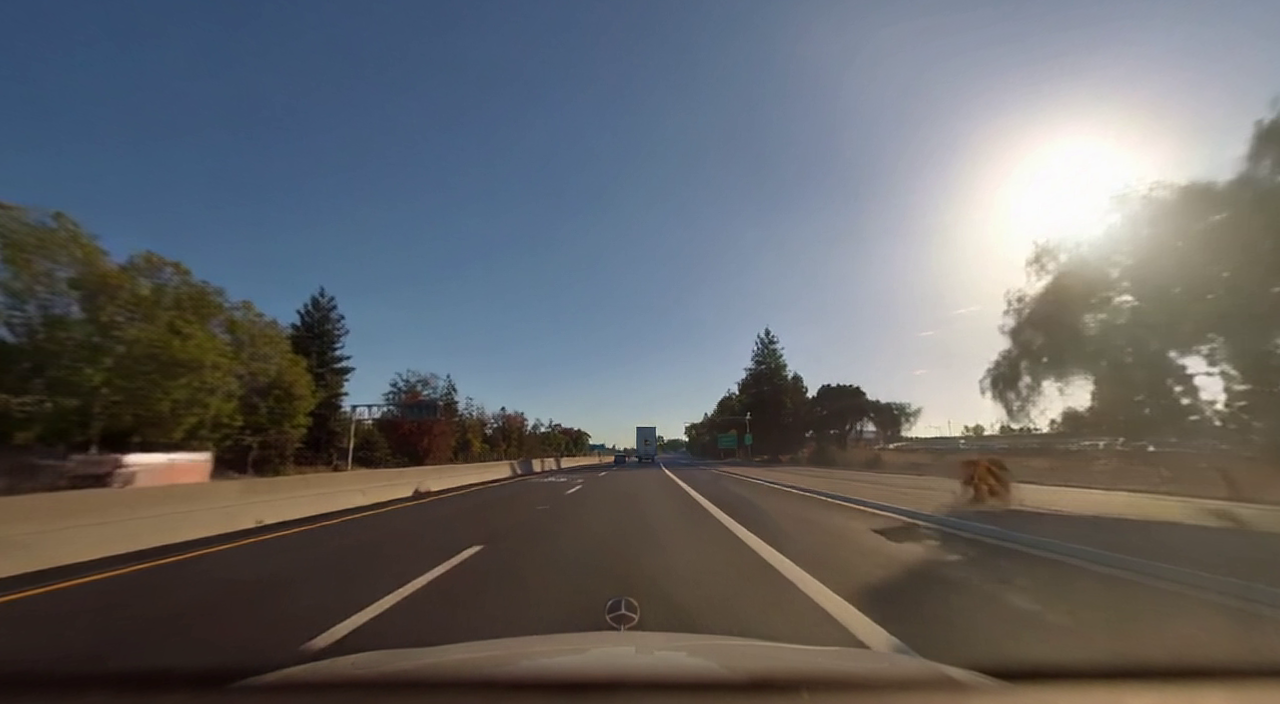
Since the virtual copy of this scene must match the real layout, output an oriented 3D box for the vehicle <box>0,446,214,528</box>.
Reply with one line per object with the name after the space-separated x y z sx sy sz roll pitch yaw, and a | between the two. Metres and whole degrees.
-16.675 4.140 20.102 2.377 2.202 5.348 0 -9 0 | vehicle
